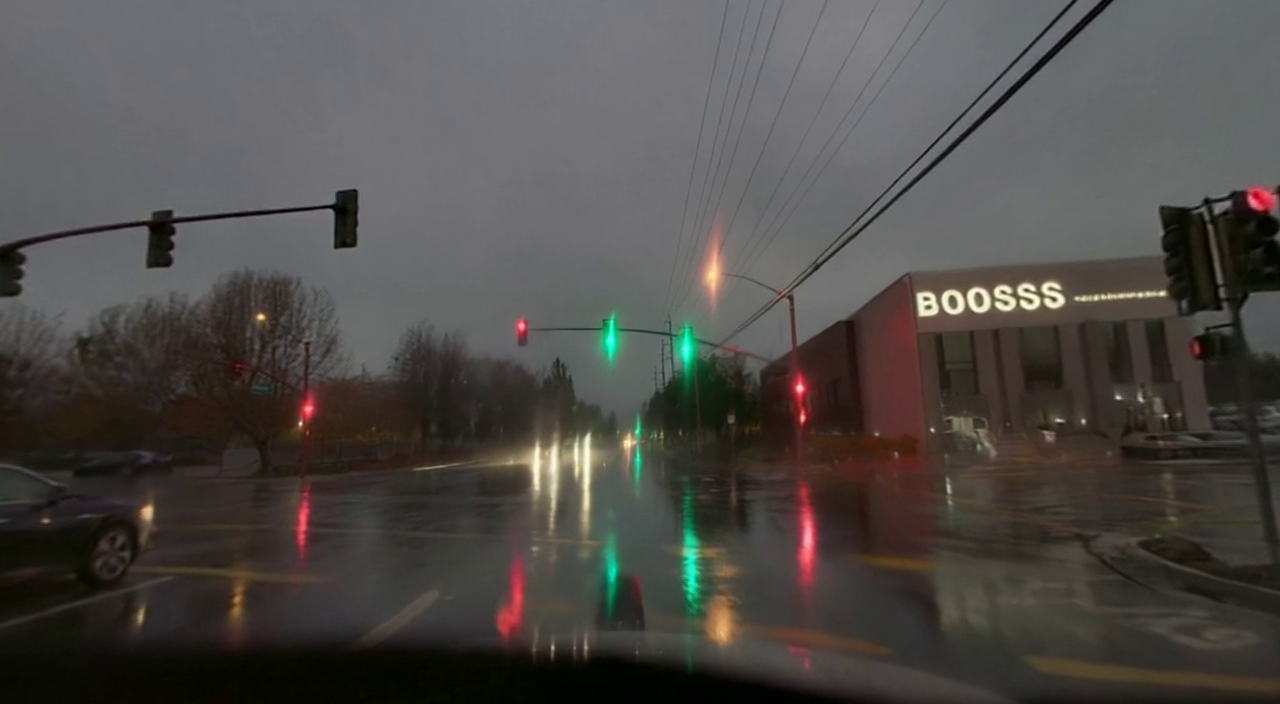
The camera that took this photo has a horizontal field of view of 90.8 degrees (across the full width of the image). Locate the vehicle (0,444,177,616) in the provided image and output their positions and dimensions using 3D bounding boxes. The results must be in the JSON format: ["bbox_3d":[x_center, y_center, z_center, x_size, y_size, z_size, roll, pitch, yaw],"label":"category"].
[{"bbox_3d":[-6.431,1.527,5.365,1.928,1.451,4.219,0,-9,-3],"label":"vehicle"}]

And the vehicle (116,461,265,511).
[{"bbox_3d":[-17.206,5.127,24.358,4.298,1.466,1.921,-4,-9,-2],"label":"vehicle"}]
